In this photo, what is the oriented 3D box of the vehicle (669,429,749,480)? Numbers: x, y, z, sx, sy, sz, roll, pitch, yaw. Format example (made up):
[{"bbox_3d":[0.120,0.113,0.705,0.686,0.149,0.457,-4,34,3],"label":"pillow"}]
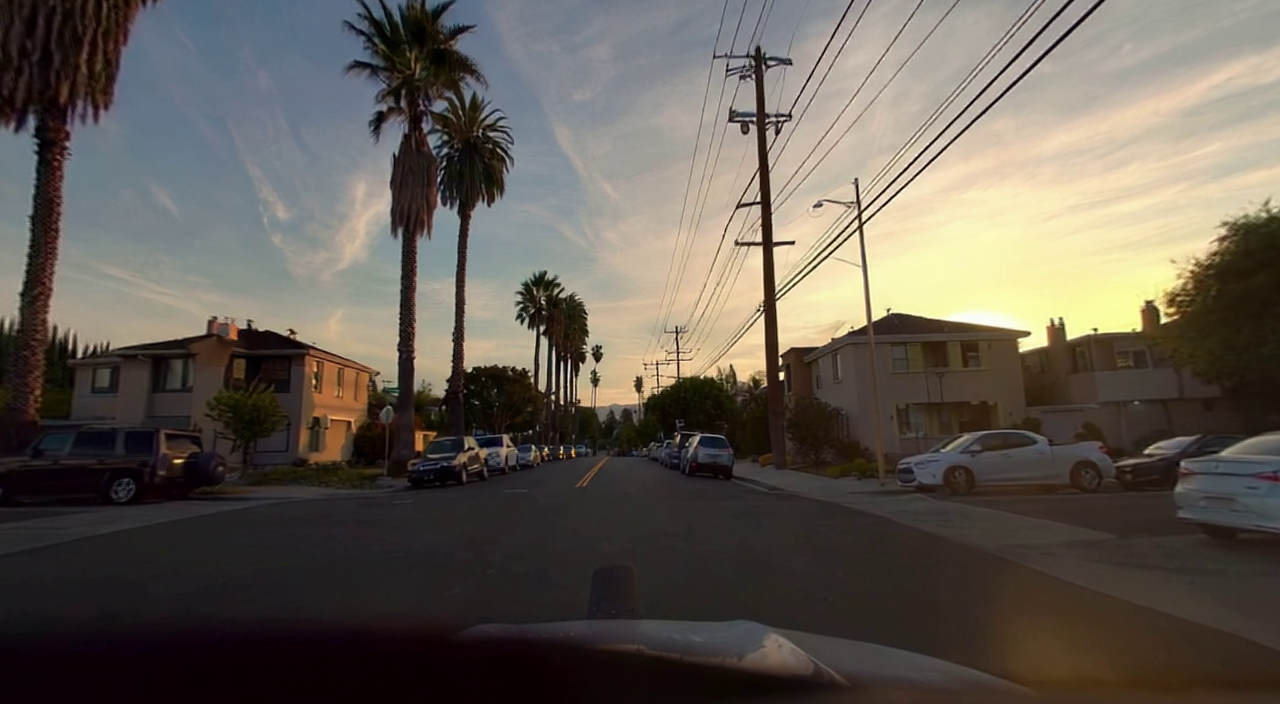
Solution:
[{"bbox_3d":[2.701,4.259,26.527,2.505,1.895,5.805,0,-9,-2],"label":"vehicle"}]

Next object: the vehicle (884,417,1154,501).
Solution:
[{"bbox_3d":[10.280,2.931,17.520,5.971,1.967,2.385,-1,-9,-5],"label":"vehicle"}]

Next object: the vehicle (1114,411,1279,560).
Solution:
[{"bbox_3d":[8.991,1.636,8.082,4.181,1.638,2.015,0,-9,-1],"label":"vehicle"}]

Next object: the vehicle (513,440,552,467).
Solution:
[{"bbox_3d":[-7.755,7.373,46.085,2.178,1.865,4.658,0,-9,-2],"label":"vehicle"}]

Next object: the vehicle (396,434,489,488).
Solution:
[{"bbox_3d":[-6.958,3.868,22.771,2.198,1.724,4.493,1,-9,-5],"label":"vehicle"}]

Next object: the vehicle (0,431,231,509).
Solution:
[{"bbox_3d":[-14.796,3.158,17.005,5.847,1.766,2.392,-2,-9,-2],"label":"vehicle"}]
